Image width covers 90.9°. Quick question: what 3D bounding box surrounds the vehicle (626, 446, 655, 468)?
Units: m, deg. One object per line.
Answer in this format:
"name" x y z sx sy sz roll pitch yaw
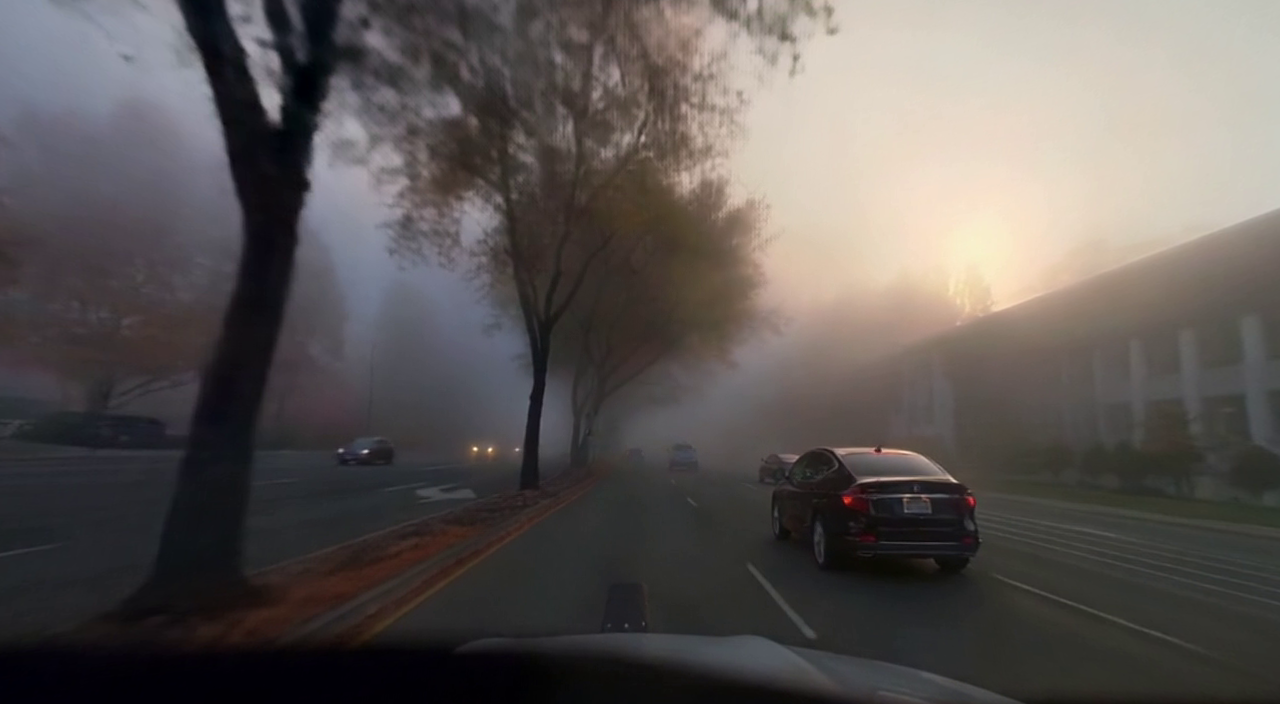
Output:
"vehicle" 0.011 7.370 44.451 1.991 1.477 3.814 0 -8 0

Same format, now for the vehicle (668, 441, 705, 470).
"vehicle" 3.304 7.436 45.455 2.154 1.844 4.634 3 -9 -1

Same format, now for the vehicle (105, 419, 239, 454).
"vehicle" -27.023 4.916 36.534 6.055 1.910 2.113 0 -8 1

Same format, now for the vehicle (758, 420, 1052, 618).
"vehicle" 2.801 1.798 7.704 1.901 1.634 3.896 4 -8 0

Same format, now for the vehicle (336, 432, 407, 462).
"vehicle" -15.340 5.447 36.293 2.029 1.588 4.654 0 -8 0
